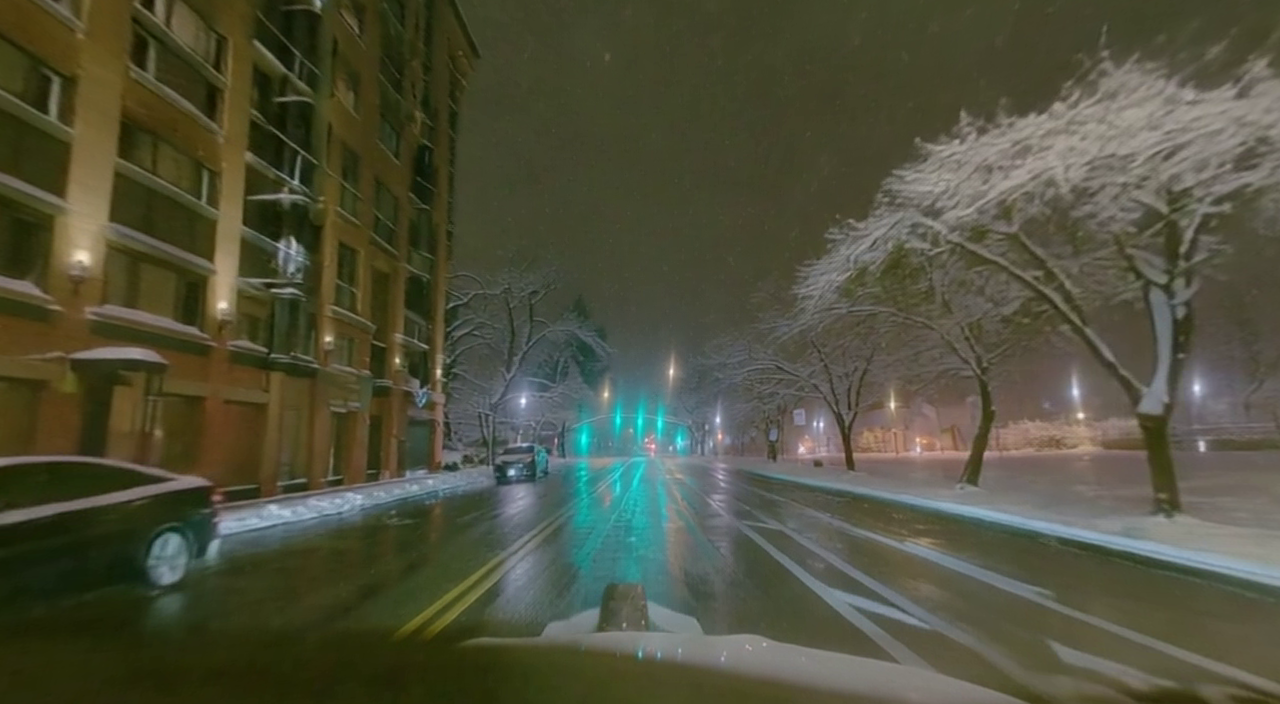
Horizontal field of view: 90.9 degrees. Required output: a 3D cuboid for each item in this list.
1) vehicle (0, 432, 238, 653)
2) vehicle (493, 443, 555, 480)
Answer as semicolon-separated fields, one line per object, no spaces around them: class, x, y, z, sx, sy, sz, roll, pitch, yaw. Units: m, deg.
vehicle;-5.970;1.517;5.240;2.223;1.658;4.621;0;-8;-1
vehicle;-5.744;5.493;31.878;2.147;1.701;4.879;0;-8;1
